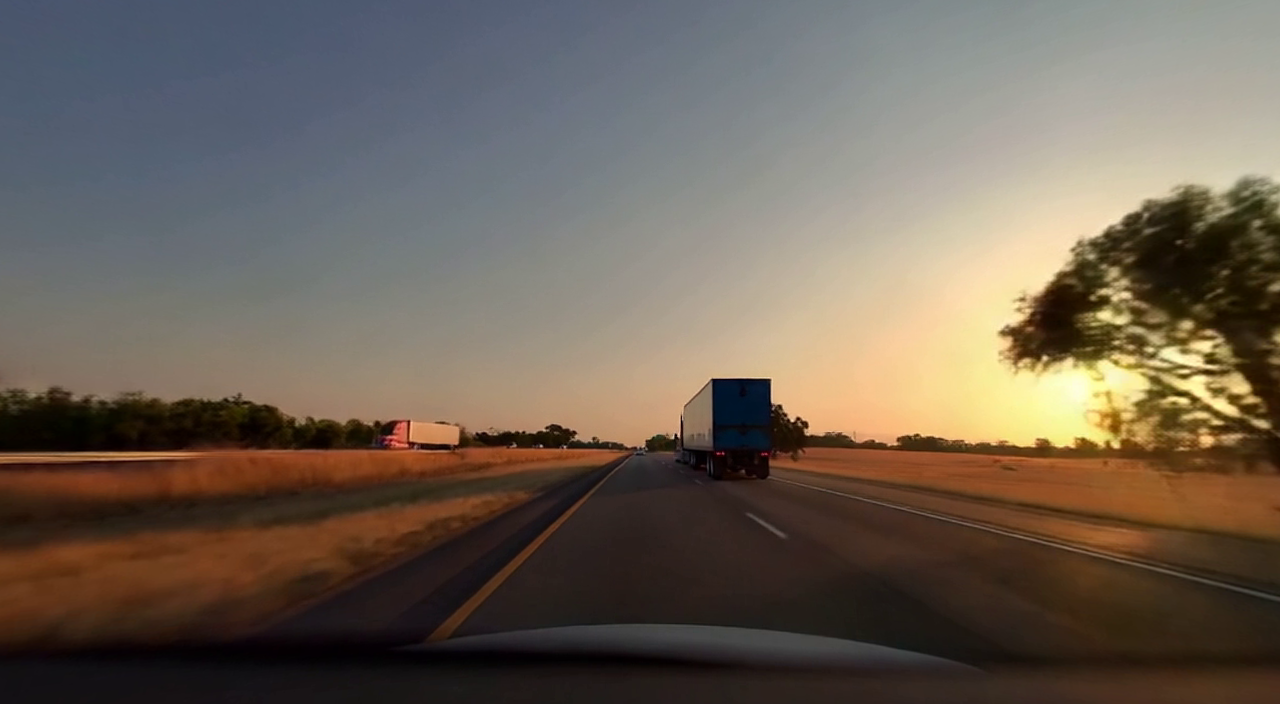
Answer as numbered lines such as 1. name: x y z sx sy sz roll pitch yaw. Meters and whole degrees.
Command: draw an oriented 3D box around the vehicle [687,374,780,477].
1. vehicle: 4.268 3.953 32.124 2.818 4.206 12.987 0 -9 0
